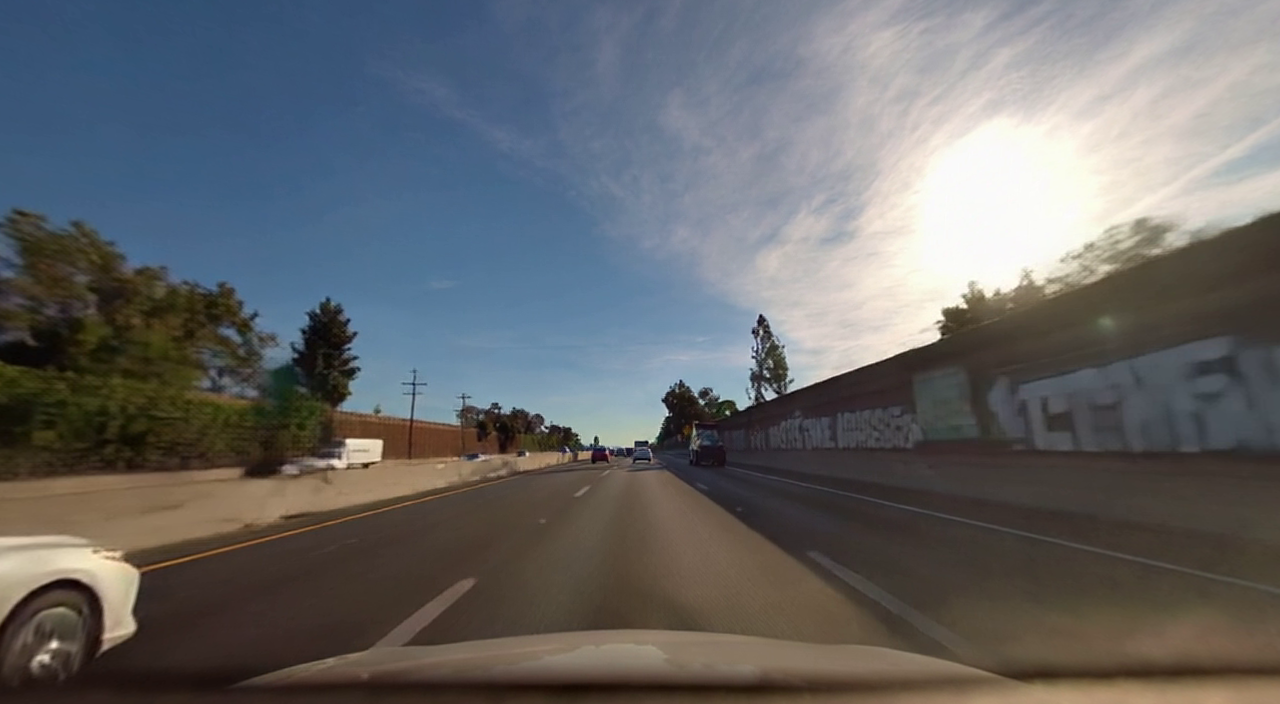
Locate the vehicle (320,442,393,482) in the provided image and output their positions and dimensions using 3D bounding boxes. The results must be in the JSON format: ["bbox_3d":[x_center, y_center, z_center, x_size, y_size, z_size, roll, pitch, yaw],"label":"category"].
[{"bbox_3d":[-20.346,7.893,45.559,2.541,2.627,5.696,-1,-9,1],"label":"vehicle"}]

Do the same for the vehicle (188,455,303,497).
[{"bbox_3d":[-16.282,5.119,26.353,1.881,1.530,4.428,-1,-9,1],"label":"vehicle"}]

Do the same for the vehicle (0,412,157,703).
[{"bbox_3d":[-3.818,0.778,1.378,2.023,1.444,4.379,0,-9,0],"label":"vehicle"}]

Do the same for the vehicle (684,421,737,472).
[{"bbox_3d":[4.384,6.072,40.359,2.549,2.931,6.310,0,-9,-1],"label":"vehicle"}]

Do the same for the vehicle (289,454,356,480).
[{"bbox_3d":[-20.283,7.361,40.524,1.985,1.499,4.382,0,-9,0],"label":"vehicle"}]

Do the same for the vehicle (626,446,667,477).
[{"bbox_3d":[0.305,5.759,33.388,2.009,1.506,4.091,0,-9,-1],"label":"vehicle"}]
